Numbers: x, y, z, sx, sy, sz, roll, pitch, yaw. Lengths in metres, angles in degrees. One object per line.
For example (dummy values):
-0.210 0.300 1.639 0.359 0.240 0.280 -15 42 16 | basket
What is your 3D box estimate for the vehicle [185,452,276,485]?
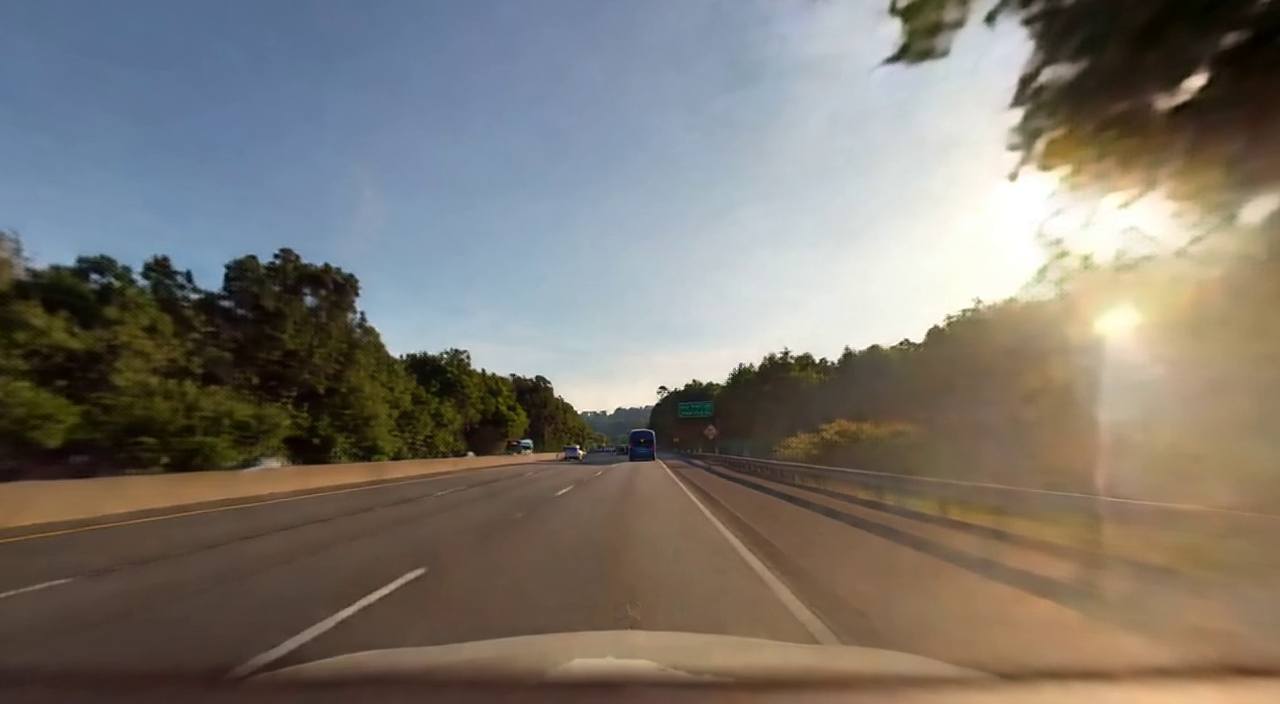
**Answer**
-21.584 6.141 33.466 1.870 1.558 4.388 0 -8 0 | vehicle
